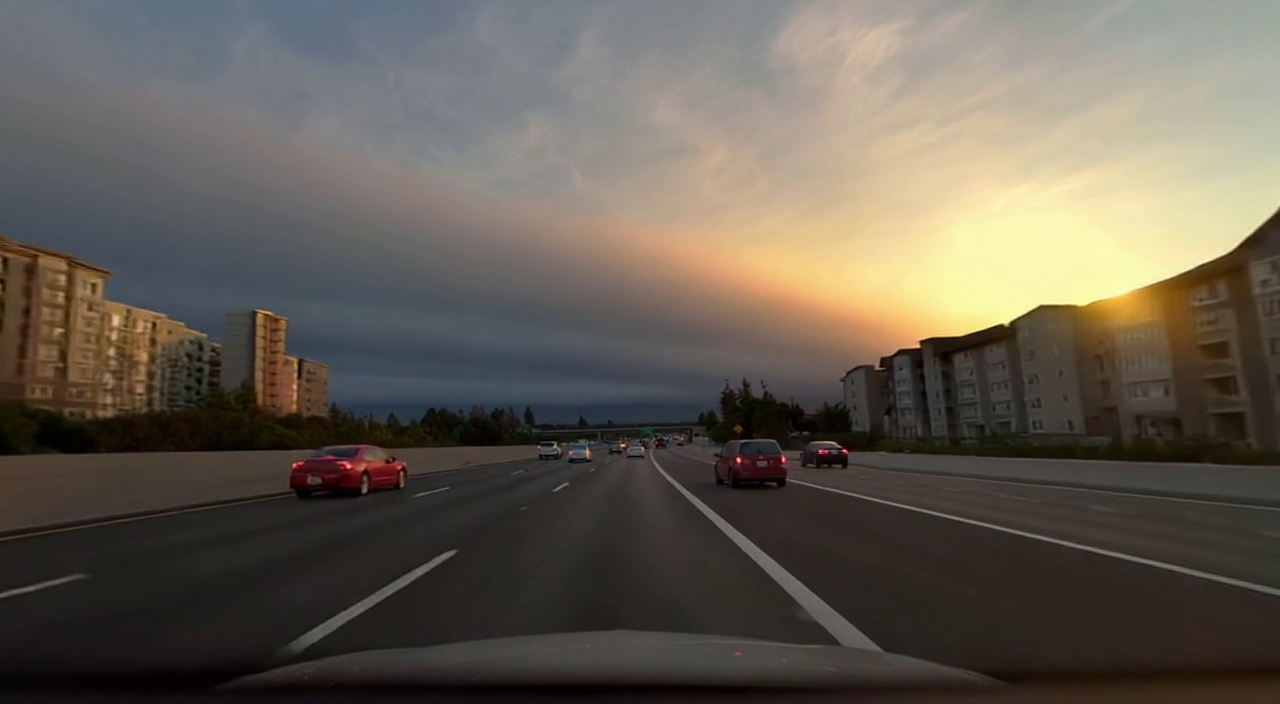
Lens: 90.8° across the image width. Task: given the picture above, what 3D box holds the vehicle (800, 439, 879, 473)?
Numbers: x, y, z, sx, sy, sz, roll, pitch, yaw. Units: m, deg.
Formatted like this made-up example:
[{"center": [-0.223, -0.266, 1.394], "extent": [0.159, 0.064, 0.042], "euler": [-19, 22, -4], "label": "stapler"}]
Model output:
[{"center": [9.145, 4.813, 29.372], "extent": [2.061, 1.459, 4.273], "euler": [0, -9, -3], "label": "vehicle"}]

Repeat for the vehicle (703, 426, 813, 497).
[{"center": [3.079, 2.980, 17.478], "extent": [2.080, 1.694, 4.286], "euler": [0, -9, -2], "label": "vehicle"}]

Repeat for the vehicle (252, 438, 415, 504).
[{"center": [-7.824, 3.055, 16.734], "extent": [2.021, 1.496, 4.495], "euler": [0, -9, 0], "label": "vehicle"}]

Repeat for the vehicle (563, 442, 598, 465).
[{"center": [-4.035, 6.969, 43.624], "extent": [2.002, 1.466, 4.378], "euler": [0, -9, 0], "label": "vehicle"}]
